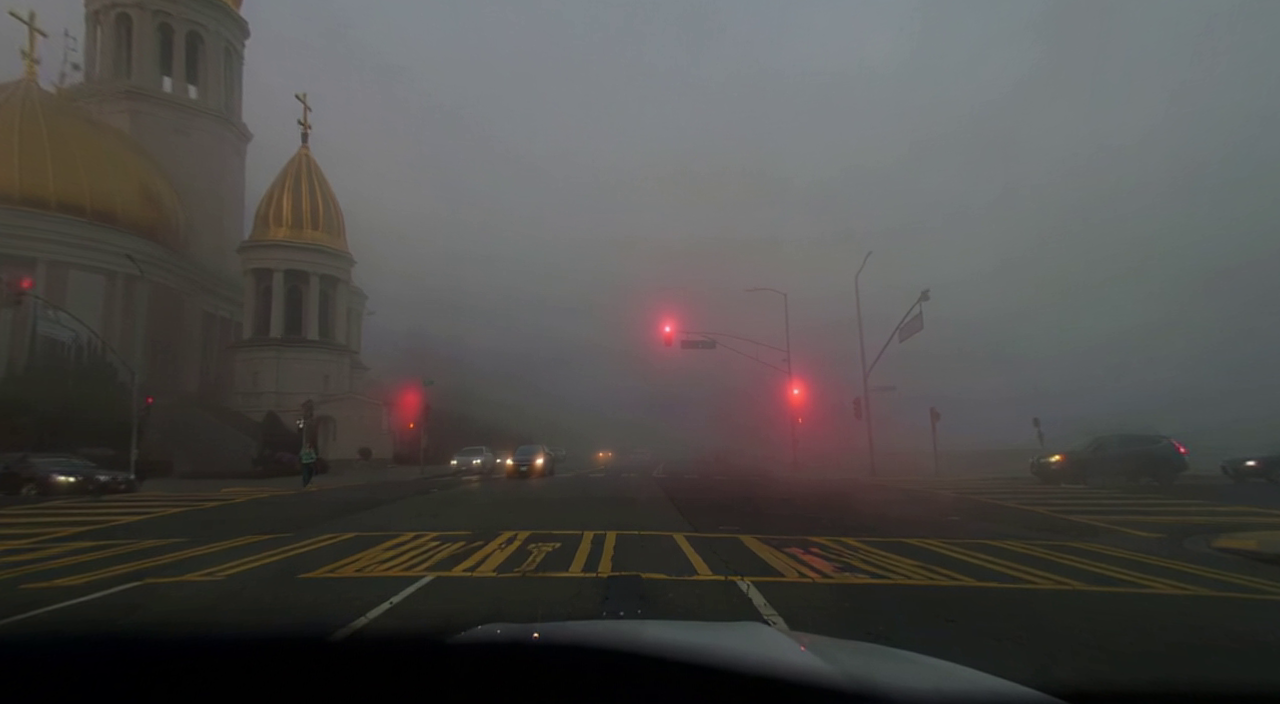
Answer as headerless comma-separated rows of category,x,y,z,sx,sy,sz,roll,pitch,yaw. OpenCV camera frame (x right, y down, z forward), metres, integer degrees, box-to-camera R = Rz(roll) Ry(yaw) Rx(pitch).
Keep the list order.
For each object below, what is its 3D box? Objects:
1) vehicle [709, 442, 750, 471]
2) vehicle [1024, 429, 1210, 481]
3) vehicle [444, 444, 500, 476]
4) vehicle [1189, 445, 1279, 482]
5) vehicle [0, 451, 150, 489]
vehicle,5.820,6.859,41.505,1.969,1.776,4.329,0,-8,-2
vehicle,19.864,4.303,26.560,5.852,2.057,2.361,0,-8,0
vehicle,-10.238,6.604,38.939,2.076,1.876,4.669,0,-8,1
vehicle,26.373,4.677,26.669,4.561,1.475,1.850,0,-8,0
vehicle,-23.360,4.858,26.208,4.479,1.476,1.873,0,-8,1
